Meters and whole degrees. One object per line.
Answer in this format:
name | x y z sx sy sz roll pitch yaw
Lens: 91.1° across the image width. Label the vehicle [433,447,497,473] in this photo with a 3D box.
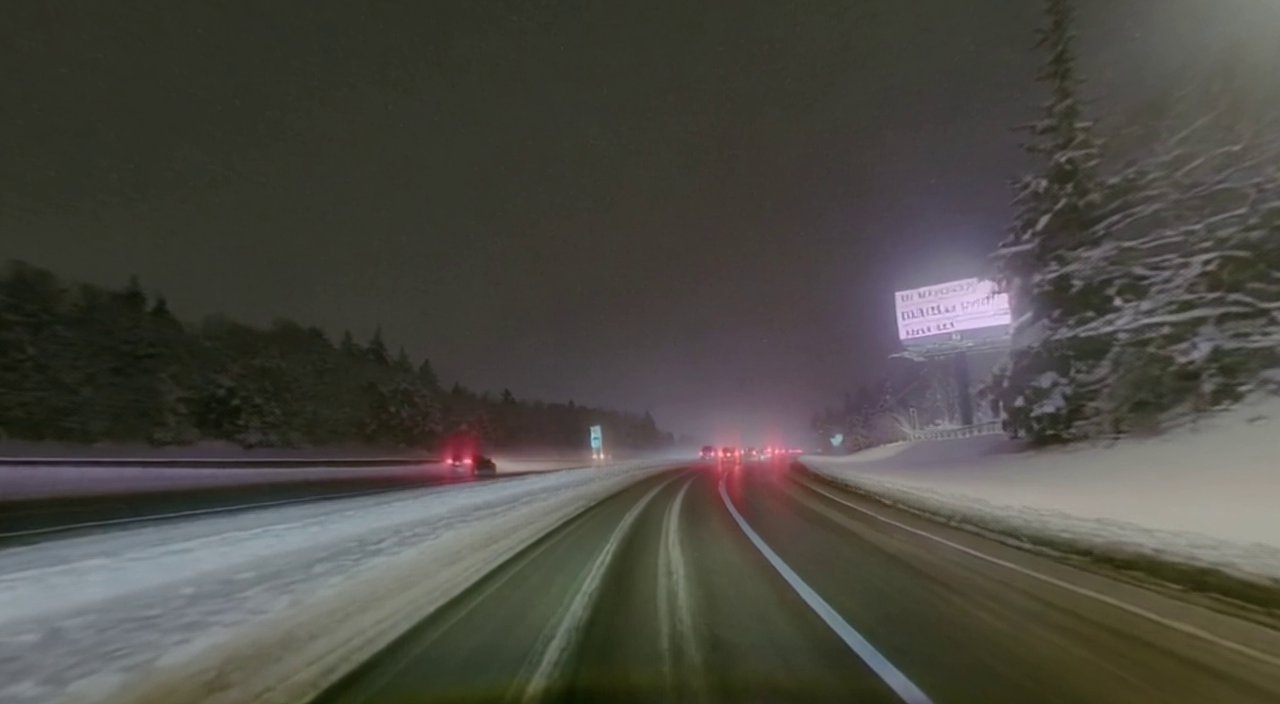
vehicle | -12.389 7.633 44.749 2.145 1.717 4.448 -3 -9 19
